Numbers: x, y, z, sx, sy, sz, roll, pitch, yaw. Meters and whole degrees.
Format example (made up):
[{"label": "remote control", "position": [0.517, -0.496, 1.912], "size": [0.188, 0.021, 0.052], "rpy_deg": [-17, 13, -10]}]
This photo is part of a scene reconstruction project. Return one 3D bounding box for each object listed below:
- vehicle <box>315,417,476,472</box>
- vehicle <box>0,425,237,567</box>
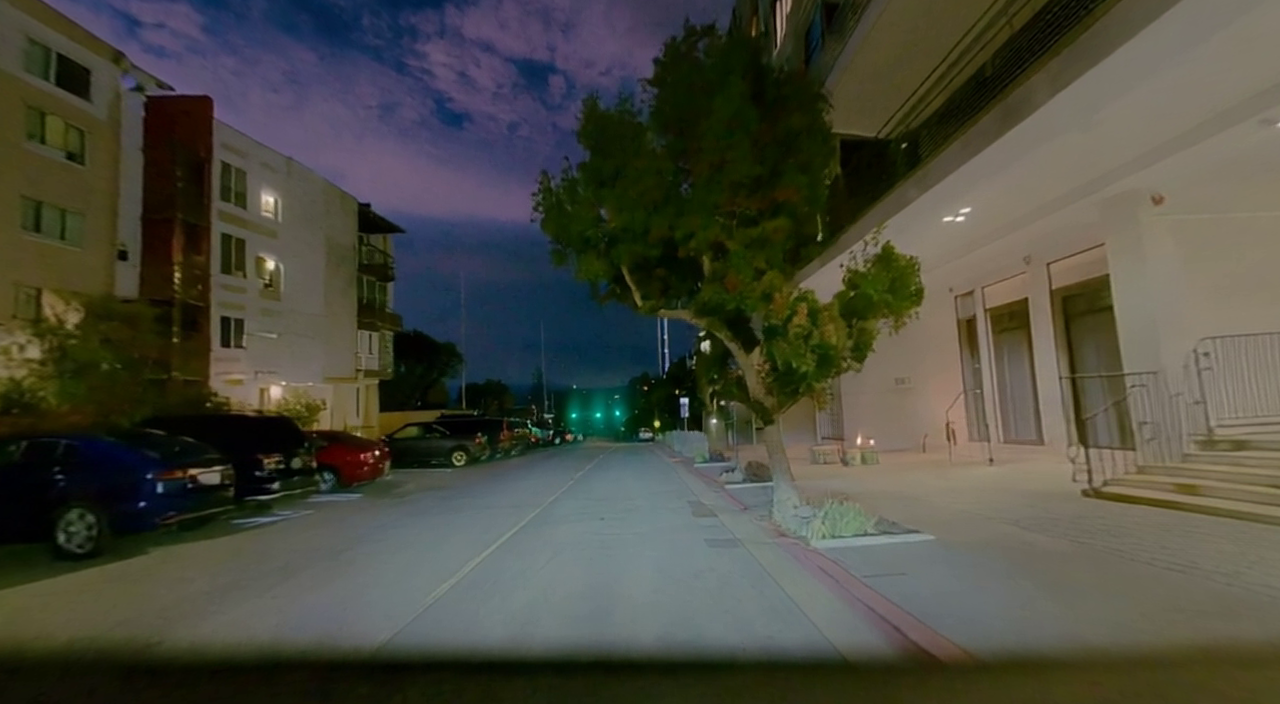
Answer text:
[{"label": "vehicle", "position": [-8.511, 3.268, 22.367], "size": [4.854, 1.832, 1.964], "rpy_deg": [0, -8, 1]}, {"label": "vehicle", "position": [-7.425, 1.634, 7.512], "size": [3.952, 1.459, 1.797], "rpy_deg": [0, -8, -3]}]
